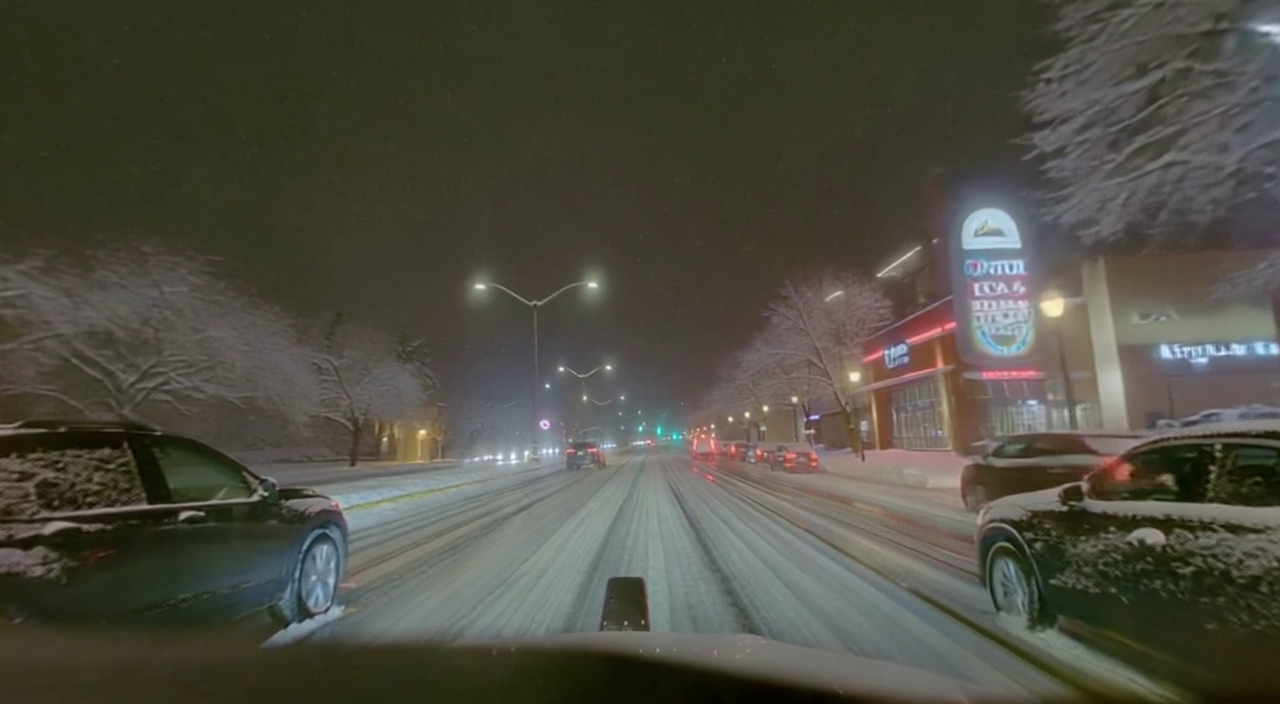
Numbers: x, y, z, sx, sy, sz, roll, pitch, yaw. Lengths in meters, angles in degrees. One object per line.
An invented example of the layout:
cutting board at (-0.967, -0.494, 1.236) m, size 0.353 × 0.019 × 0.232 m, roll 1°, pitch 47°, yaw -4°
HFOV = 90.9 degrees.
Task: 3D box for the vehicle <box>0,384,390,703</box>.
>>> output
vehicle at (-3.389, 1.004, 3.157) m, size 2.155 × 1.504 × 4.776 m, roll -1°, pitch -8°, yaw 2°

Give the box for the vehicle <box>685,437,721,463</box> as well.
vehicle at (4.354, 6.800, 43.974) m, size 2.007 × 1.683 × 4.171 m, roll 0°, pitch -8°, yaw -1°

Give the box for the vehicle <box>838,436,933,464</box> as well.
vehicle at (15.975, 6.386, 41.212) m, size 5.370 × 1.699 × 1.996 m, roll -8°, pitch -11°, yaw 42°

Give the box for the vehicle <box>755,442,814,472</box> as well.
vehicle at (7.606, 5.586, 33.731) m, size 1.976 × 1.469 × 4.576 m, roll 0°, pitch -8°, yaw -1°

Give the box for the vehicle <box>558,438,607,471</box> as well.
vehicle at (-2.813, 5.130, 31.849) m, size 1.917 × 1.511 × 4.436 m, roll -1°, pitch -8°, yaw 2°

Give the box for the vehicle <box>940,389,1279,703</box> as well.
vehicle at (3.313, 0.920, 2.504) m, size 1.981 × 1.499 × 4.536 m, roll 0°, pitch -8°, yaw 0°
